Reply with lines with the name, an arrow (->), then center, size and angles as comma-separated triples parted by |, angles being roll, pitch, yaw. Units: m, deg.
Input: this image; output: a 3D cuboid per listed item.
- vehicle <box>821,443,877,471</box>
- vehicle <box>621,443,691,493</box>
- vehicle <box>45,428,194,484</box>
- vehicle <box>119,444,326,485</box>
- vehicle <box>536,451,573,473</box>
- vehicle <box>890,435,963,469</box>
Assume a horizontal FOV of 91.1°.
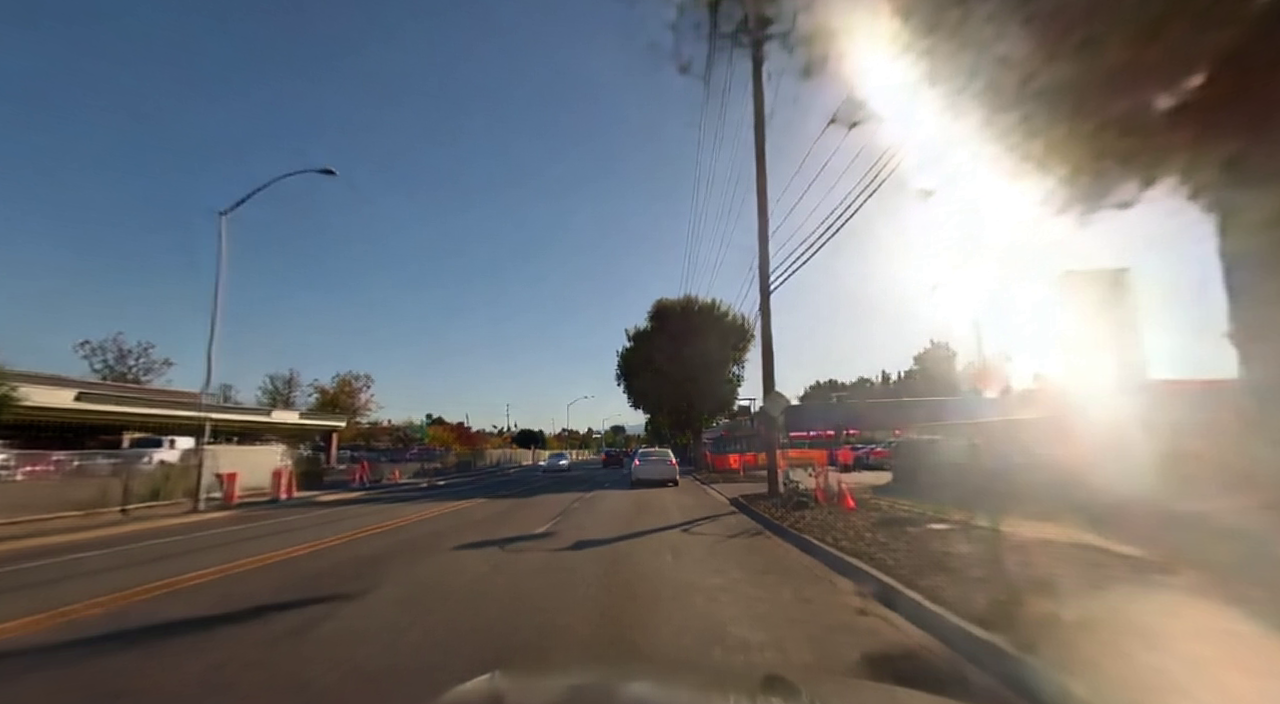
vehicle -> 12.206, 6.154, 36.929 | 1.970, 1.501, 4.514 | -1, -9, 3
vehicle -> 0.494, 3.887, 21.361 | 2.144, 1.514, 4.063 | 0, -9, 0
vehicle -> -31.569, 6.311, 38.555 | 2.945, 3.103, 6.716 | 0, -8, 5
vehicle -> -27.441, 7.551, 43.108 | 2.951, 2.274, 15.187 | -1, -9, 5
vehicle -> -6.318, 8.173, 46.810 | 2.034, 1.499, 4.236 | -1, -9, 2
vehicle -> 16.473, 5.782, 36.361 | 2.101, 1.825, 4.700 | -1, -9, 2
